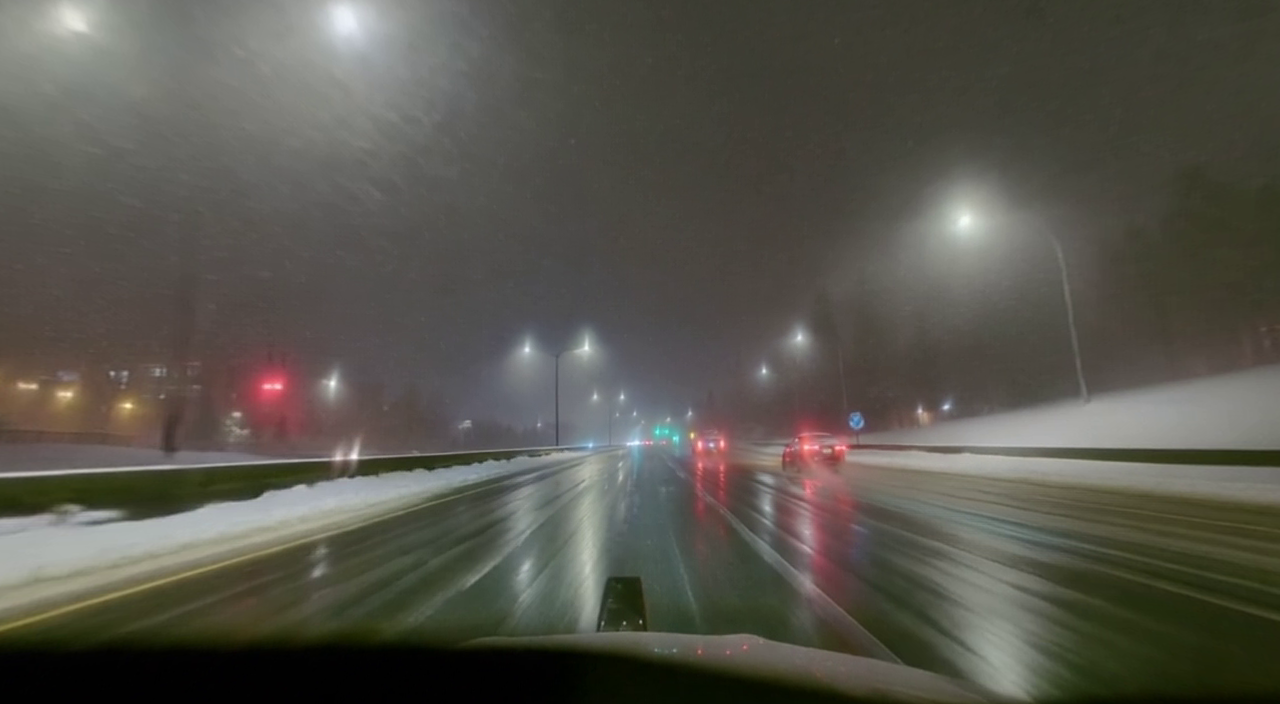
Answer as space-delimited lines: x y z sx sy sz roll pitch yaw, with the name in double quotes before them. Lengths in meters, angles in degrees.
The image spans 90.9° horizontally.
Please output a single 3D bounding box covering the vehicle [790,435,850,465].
"vehicle" 10.011 5.486 35.437 2.000 1.514 4.585 0 -8 -1
